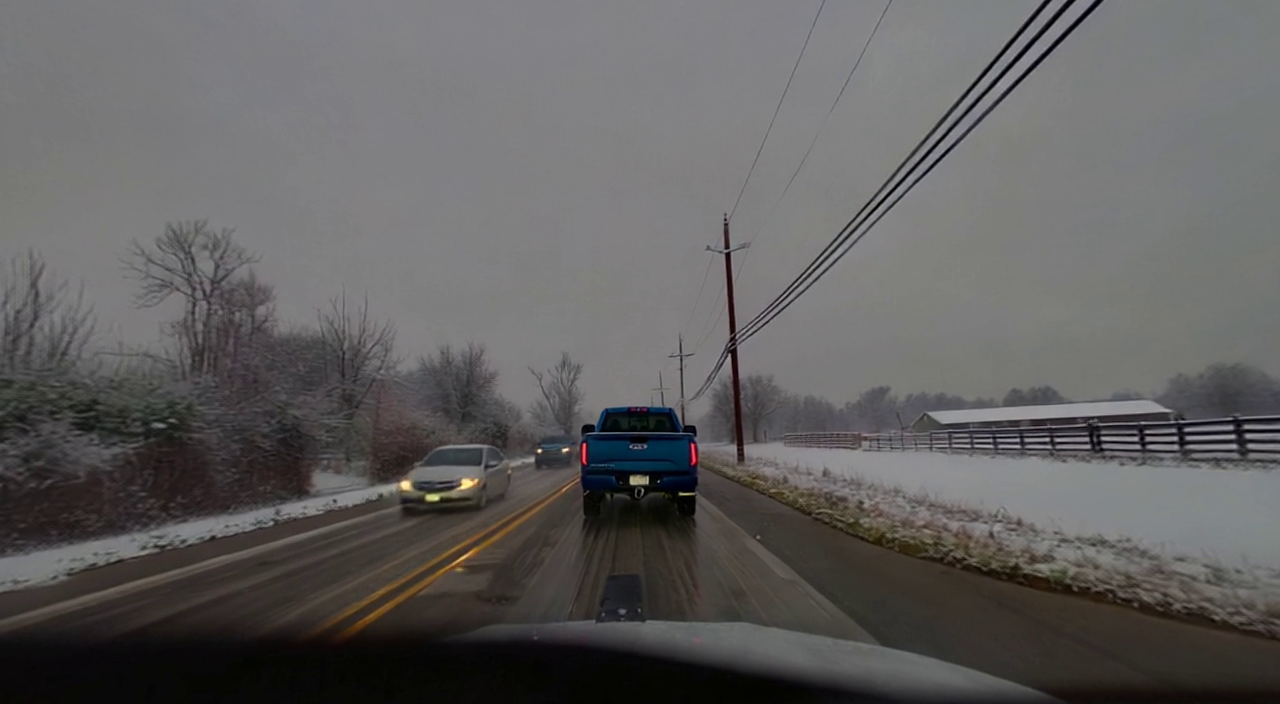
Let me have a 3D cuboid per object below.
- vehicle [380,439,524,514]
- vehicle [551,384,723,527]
[{"bbox_3d":[-4.080,2.766,14.563,1.974,1.455,4.289,0,-8,0],"label":"vehicle"},{"bbox_3d":[-0.087,2.062,12.955,2.693,2.223,5.885,0,-8,-1],"label":"vehicle"}]
